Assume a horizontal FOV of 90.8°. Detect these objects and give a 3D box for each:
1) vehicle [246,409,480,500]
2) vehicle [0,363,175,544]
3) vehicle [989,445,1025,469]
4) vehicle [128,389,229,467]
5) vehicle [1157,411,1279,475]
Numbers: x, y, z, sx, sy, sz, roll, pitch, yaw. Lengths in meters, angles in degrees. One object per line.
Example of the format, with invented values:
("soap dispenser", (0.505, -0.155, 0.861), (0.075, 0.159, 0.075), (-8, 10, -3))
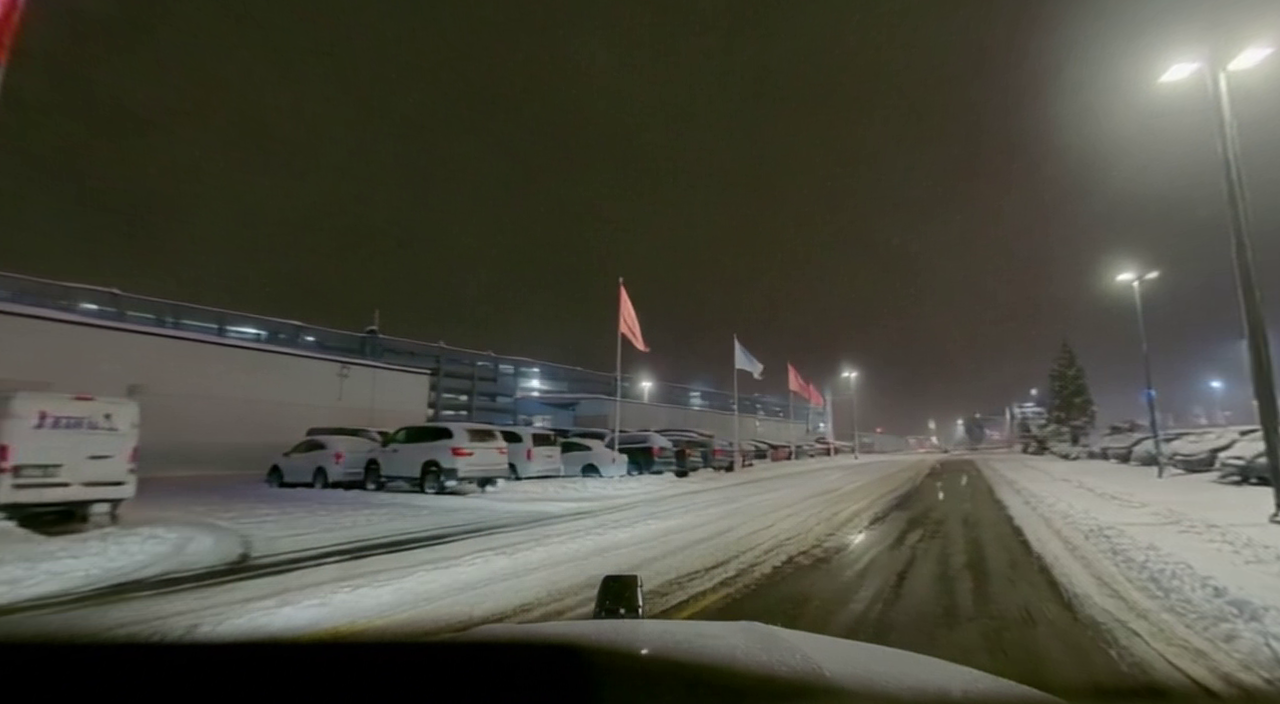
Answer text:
("vehicle", (-7.772, 2.753, 17.505), (6.632, 2.126, 2.228), (-4, -8, 28))
("vehicle", (-10.684, 1.616, 10.178), (5.986, 2.324, 2.491), (-4, -9, 26))
("vehicle", (27.604, 7.877, 47.630), (2.026, 1.659, 4.314), (-4, -9, 26))
("vehicle", (-18.699, 3.119, 25.468), (2.399, 2.767, 5.778), (7, -11, -42))
("vehicle", (23.156, 3.356, 23.432), (6.017, 2.202, 2.328), (0, -8, -5))
